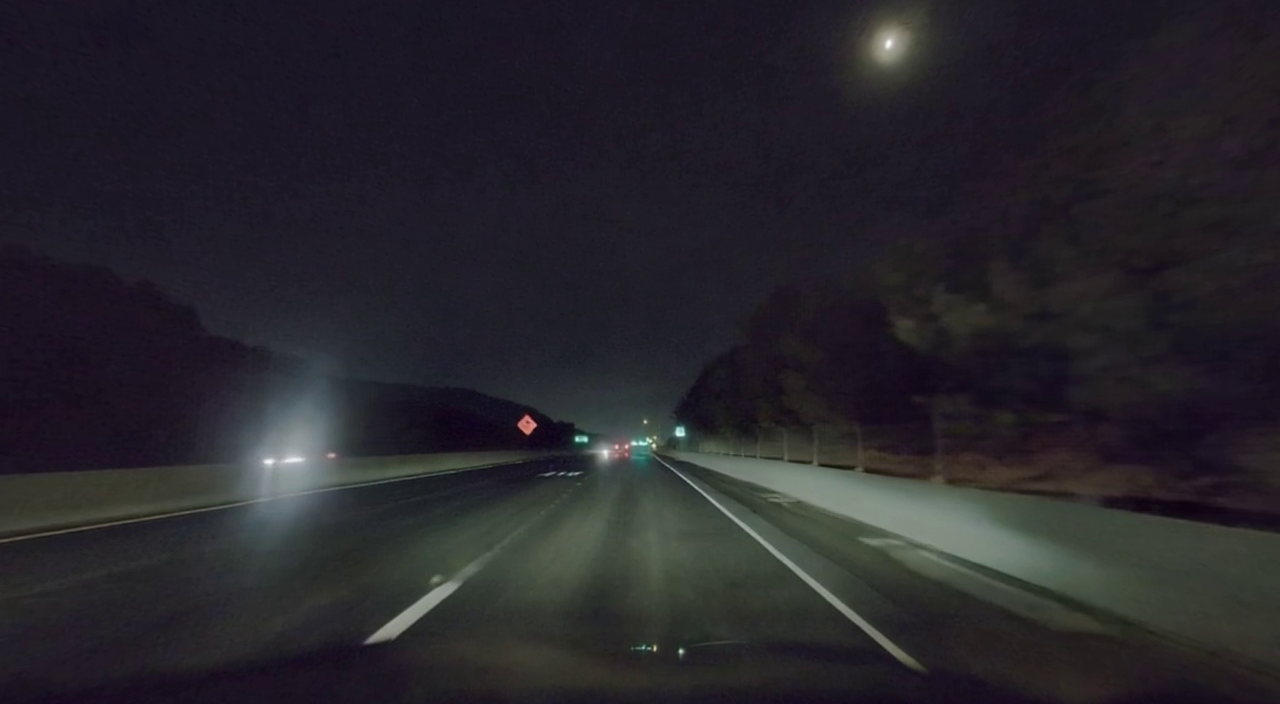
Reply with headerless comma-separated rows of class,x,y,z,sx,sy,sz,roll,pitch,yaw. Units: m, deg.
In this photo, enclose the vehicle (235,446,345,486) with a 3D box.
vehicle,-14.651,4.760,26.715,1.907,1.487,4.725,0,-8,1
